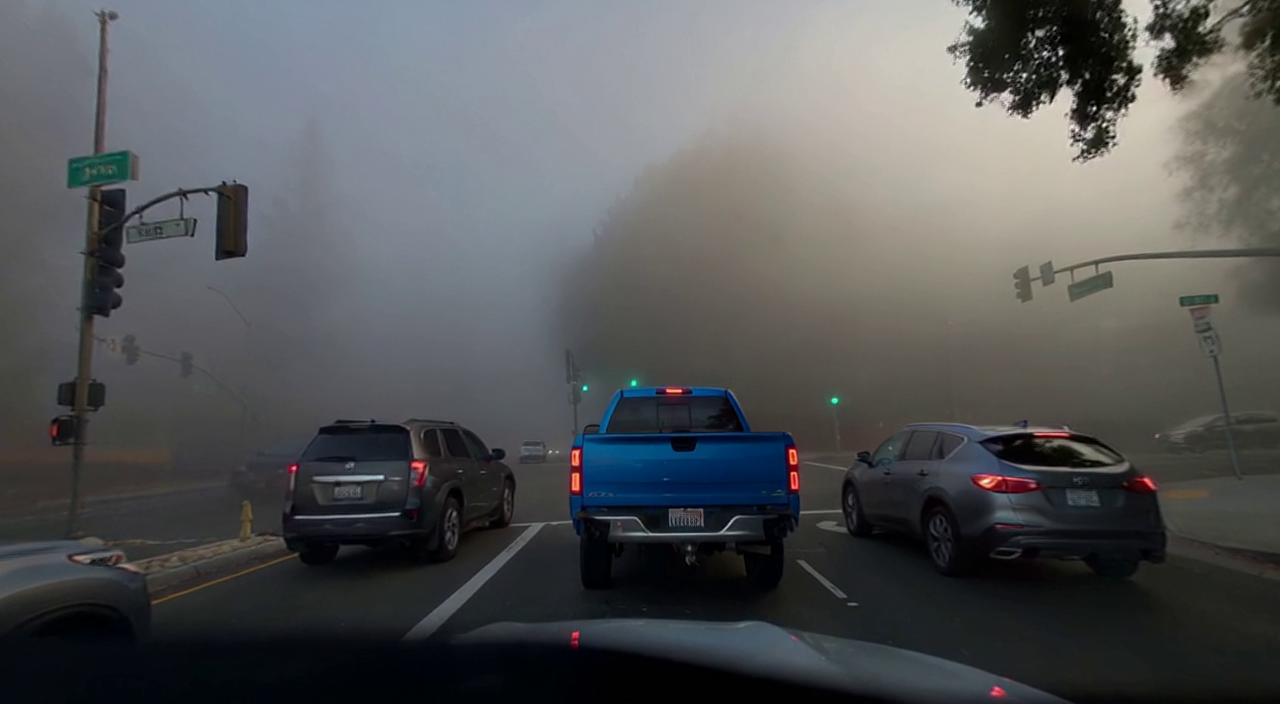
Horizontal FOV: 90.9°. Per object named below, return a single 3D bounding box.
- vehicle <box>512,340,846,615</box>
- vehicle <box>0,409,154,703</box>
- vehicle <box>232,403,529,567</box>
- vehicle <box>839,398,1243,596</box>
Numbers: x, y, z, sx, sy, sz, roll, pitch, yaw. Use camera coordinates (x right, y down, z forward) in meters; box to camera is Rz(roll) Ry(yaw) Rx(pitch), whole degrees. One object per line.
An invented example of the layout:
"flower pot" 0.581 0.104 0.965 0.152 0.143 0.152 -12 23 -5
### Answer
"vehicle" 0.333 1.286 7.243 2.505 2.084 4.768 0 -8 1
"vehicle" -3.394 0.712 0.673 1.998 1.481 4.656 0 -8 1
"vehicle" -3.236 1.778 9.219 2.125 1.739 4.707 0 -8 3
"vehicle" 4.049 1.532 7.480 1.984 1.659 4.226 0 -8 0
